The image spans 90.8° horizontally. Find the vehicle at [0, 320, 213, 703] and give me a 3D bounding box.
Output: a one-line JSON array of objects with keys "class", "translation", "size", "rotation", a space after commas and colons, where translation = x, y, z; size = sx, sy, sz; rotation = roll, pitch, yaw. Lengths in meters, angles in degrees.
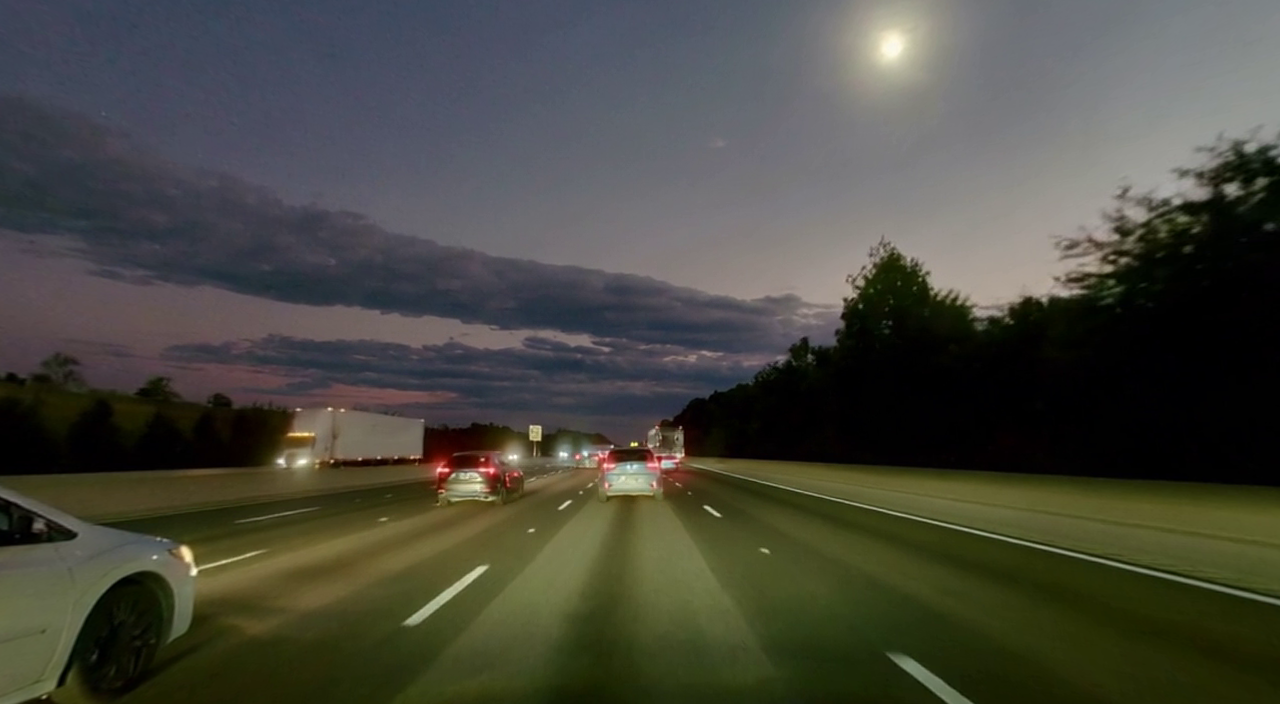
[{"class": "vehicle", "translation": [-3.966, 0.625, 1.571], "size": [2.243, 1.889, 4.949], "rotation": [0, -9, 1]}]

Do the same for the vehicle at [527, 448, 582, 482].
[{"class": "vehicle", "translation": [-4.040, 5.411, 30.501], "size": [1.999, 1.484, 4.269], "rotation": [0, -9, 1]}]

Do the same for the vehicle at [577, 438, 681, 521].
[{"class": "vehicle", "translation": [-0.231, 2.734, 13.916], "size": [1.996, 1.574, 3.426], "rotation": [0, -9, -1]}]

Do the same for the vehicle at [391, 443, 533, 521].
[{"class": "vehicle", "translation": [-3.871, 2.900, 14.616], "size": [1.988, 1.501, 4.438], "rotation": [0, -9, 0]}]

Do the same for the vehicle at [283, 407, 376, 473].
[{"class": "vehicle", "translation": [-19.956, 5.784, 41.042], "size": [2.966, 3.958, 5.847], "rotation": [0, -9, -1]}]
